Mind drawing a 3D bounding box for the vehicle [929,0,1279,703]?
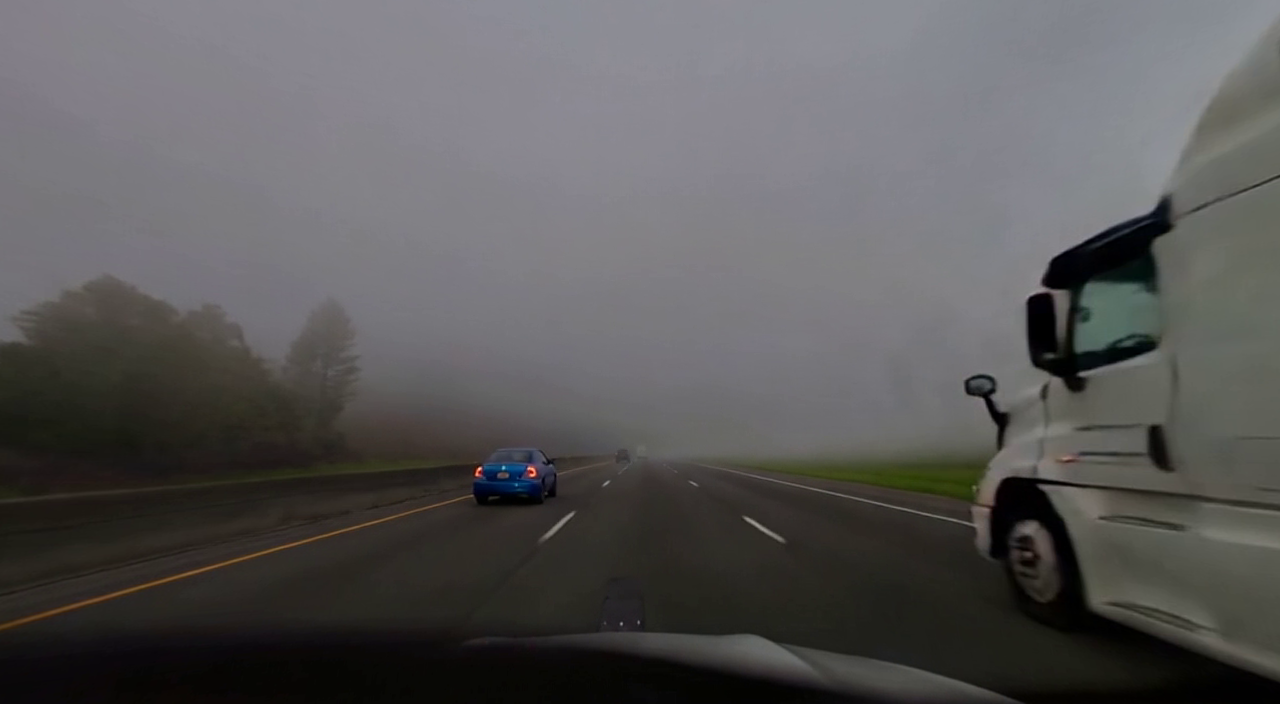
[{"bbox_3d":[4.428,-0.084,3.129,3.042,3.890,5.873,0,-9,0],"label":"vehicle"}]

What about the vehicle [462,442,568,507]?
[{"bbox_3d":[-3.250,3.268,17.343,1.945,1.537,4.294,0,-9,1],"label":"vehicle"}]
